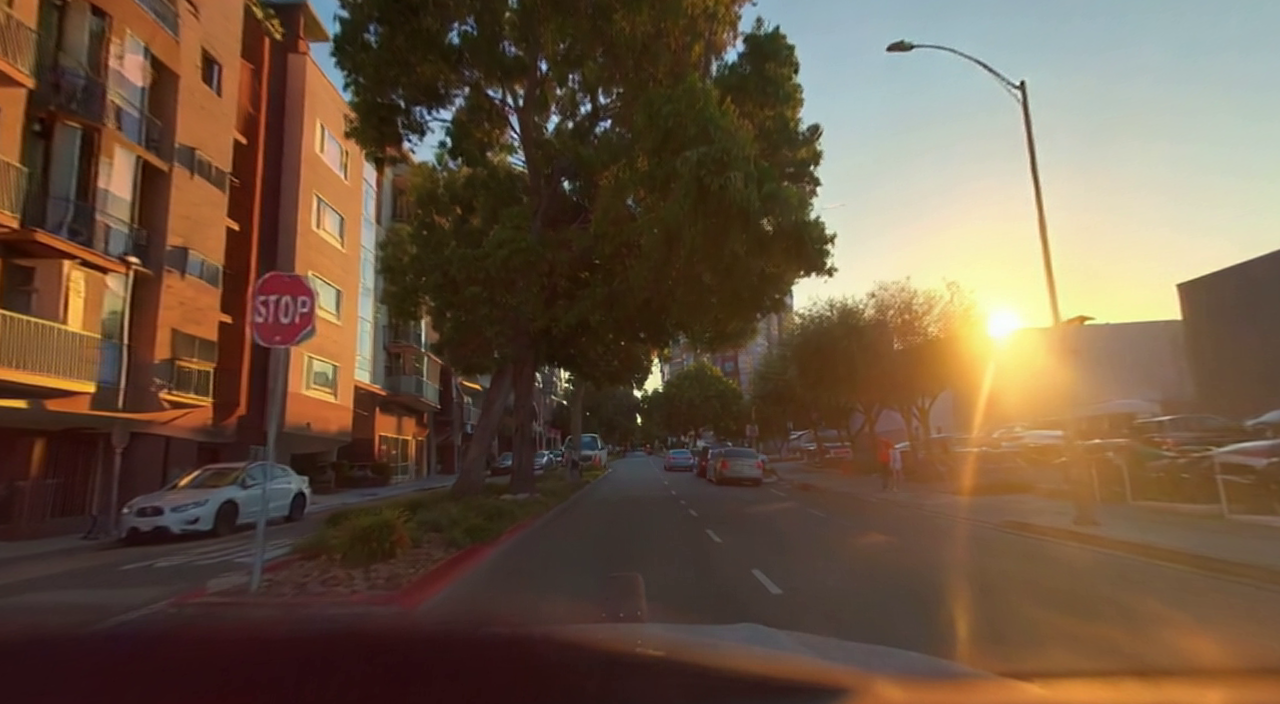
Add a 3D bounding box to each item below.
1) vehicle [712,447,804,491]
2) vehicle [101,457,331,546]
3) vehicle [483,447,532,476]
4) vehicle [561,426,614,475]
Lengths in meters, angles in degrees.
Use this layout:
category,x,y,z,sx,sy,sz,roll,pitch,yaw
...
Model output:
category,x,y,z,sx,sy,sz,roll,pitch,yaw
vehicle,4.584,4.393,24.108,1.858,1.491,4.329,-6,-10,33
vehicle,-8.765,3.081,13.673,2.007,1.503,4.343,0,-8,-1
vehicle,-8.867,7.353,42.593,2.256,1.802,4.333,0,-8,1
vehicle,-2.984,5.806,37.425,2.317,2.596,6.053,0,-8,2
